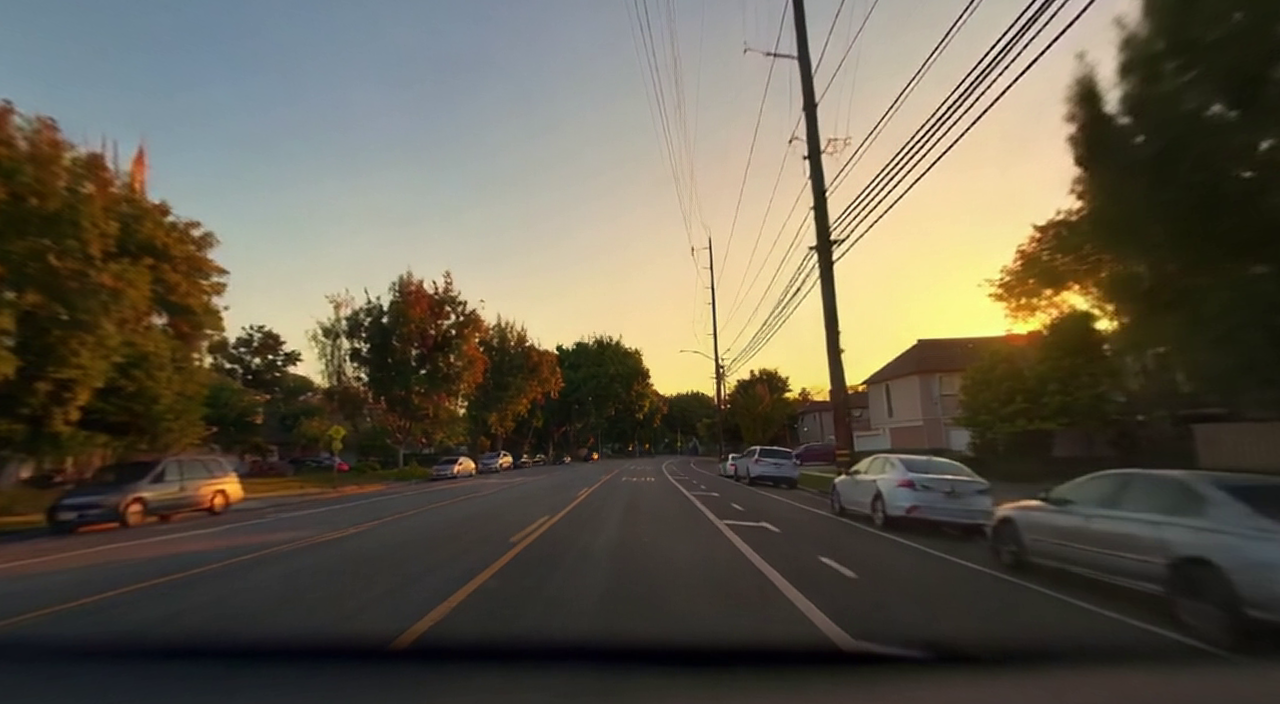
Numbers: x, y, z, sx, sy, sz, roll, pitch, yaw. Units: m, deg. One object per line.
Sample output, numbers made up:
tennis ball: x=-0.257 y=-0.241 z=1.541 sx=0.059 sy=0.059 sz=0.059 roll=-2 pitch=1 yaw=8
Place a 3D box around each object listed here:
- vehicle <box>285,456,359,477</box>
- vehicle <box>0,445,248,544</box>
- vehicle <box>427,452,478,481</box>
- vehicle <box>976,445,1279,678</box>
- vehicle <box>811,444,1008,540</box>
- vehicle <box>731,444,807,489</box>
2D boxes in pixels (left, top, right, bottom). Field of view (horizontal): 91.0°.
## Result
vehicle: x=-23.255 y=8.378 z=46.121 sx=4.326 sy=1.468 sz=2.025 roll=0 pitch=-9 yaw=2
vehicle: x=-12.049 y=3.290 z=15.289 sx=2.116 sy=1.875 sz=4.675 roll=-3 pitch=-9 yaw=-1
vehicle: x=-12.051 y=7.385 z=40.715 sx=1.907 sy=1.612 sz=4.594 roll=-3 pitch=-10 yaw=1
vehicle: x=5.035 y=1.543 z=5.366 sx=1.924 sy=1.471 sz=4.259 roll=0 pitch=-9 yaw=-1
vehicle: x=4.959 y=2.600 z=12.400 sx=1.978 sy=1.529 sz=4.357 roll=0 pitch=-9 yaw=1
vehicle: x=5.120 y=4.624 z=25.823 sx=2.009 sy=1.649 sz=5.156 roll=0 pitch=-9 yaw=0
